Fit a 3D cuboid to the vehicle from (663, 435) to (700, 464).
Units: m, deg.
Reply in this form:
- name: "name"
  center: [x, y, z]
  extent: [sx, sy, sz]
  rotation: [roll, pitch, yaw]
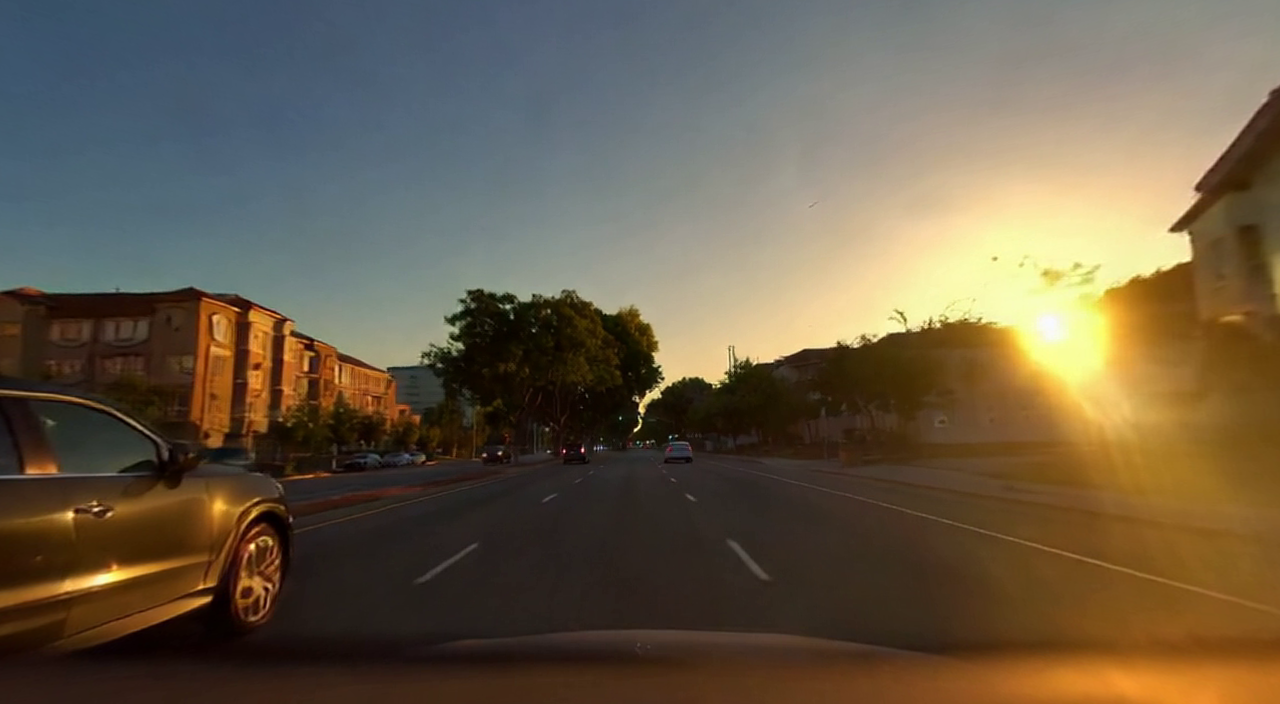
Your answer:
- name: "vehicle"
  center: [2.631, 6.329, 41.182]
  extent: [2.018, 1.719, 4.369]
  rotation: [0, -8, -1]

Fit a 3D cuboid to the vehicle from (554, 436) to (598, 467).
- name: "vehicle"
  center: [-3.650, 5.761, 36.780]
  extent: [2.083, 1.685, 4.069]
  rotation: [0, -8, 1]

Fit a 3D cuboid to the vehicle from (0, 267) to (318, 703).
- name: "vehicle"
  center: [-3.576, 0.635, 2.107]
  extent: [2.225, 1.984, 5.168]
  rotation: [0, -8, 1]
